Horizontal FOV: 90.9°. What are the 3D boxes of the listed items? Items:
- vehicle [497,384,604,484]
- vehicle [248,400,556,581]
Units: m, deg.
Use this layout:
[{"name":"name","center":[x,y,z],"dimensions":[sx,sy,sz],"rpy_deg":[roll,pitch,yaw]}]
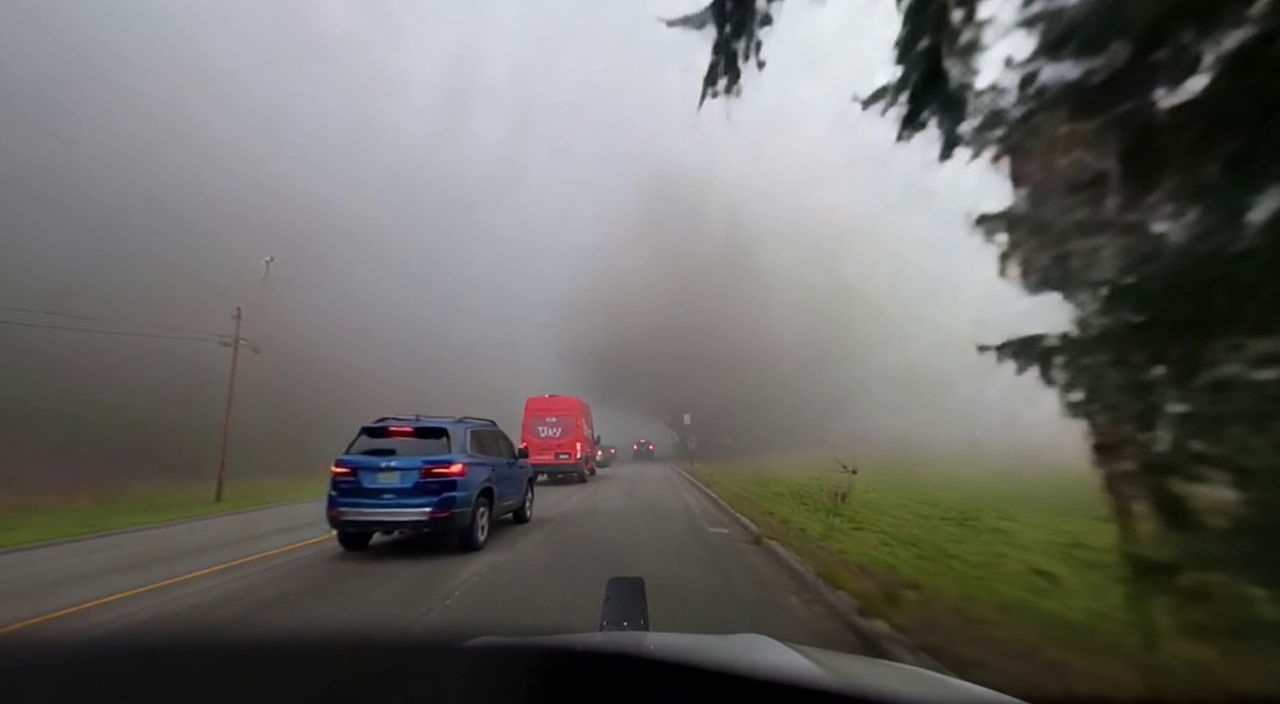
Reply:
[{"name":"vehicle","center":[-3.126,3.306,24.840],"dimensions":[2.818,3.181,9.114],"rpy_deg":[0,-9,0]},{"name":"vehicle","center":[-2.790,1.816,9.212],"dimensions":[2.187,1.821,5.501],"rpy_deg":[0,-9,2]}]
